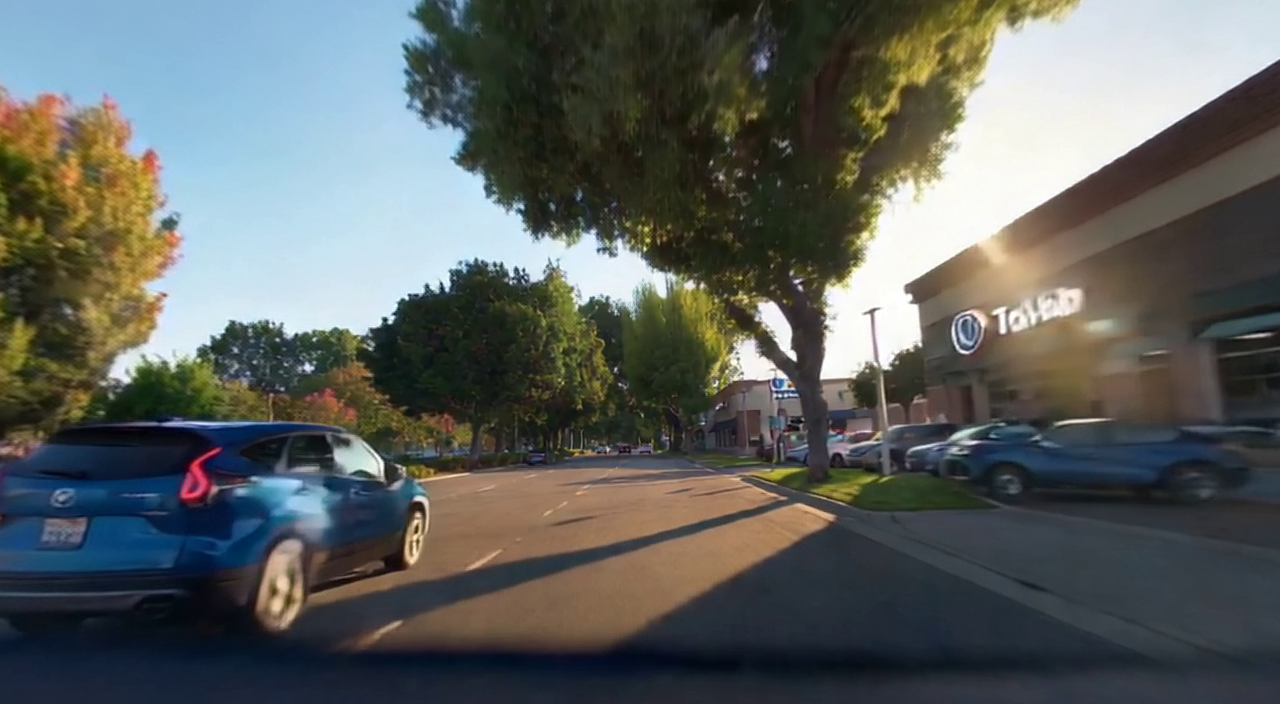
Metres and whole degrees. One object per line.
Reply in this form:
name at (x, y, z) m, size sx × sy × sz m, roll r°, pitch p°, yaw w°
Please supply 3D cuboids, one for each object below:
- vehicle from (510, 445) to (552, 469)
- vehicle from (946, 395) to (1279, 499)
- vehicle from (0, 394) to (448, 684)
vehicle at (-7.251, 7.028, 42.355) m, size 1.990 × 1.483 × 4.410 m, roll 0°, pitch -8°, yaw 0°
vehicle at (9.169, 1.886, 12.584) m, size 4.978 × 1.874 × 2.079 m, roll 0°, pitch -8°, yaw -1°
vehicle at (-3.484, 1.373, 5.747) m, size 2.127 × 1.654 × 4.121 m, roll 0°, pitch -8°, yaw 0°
